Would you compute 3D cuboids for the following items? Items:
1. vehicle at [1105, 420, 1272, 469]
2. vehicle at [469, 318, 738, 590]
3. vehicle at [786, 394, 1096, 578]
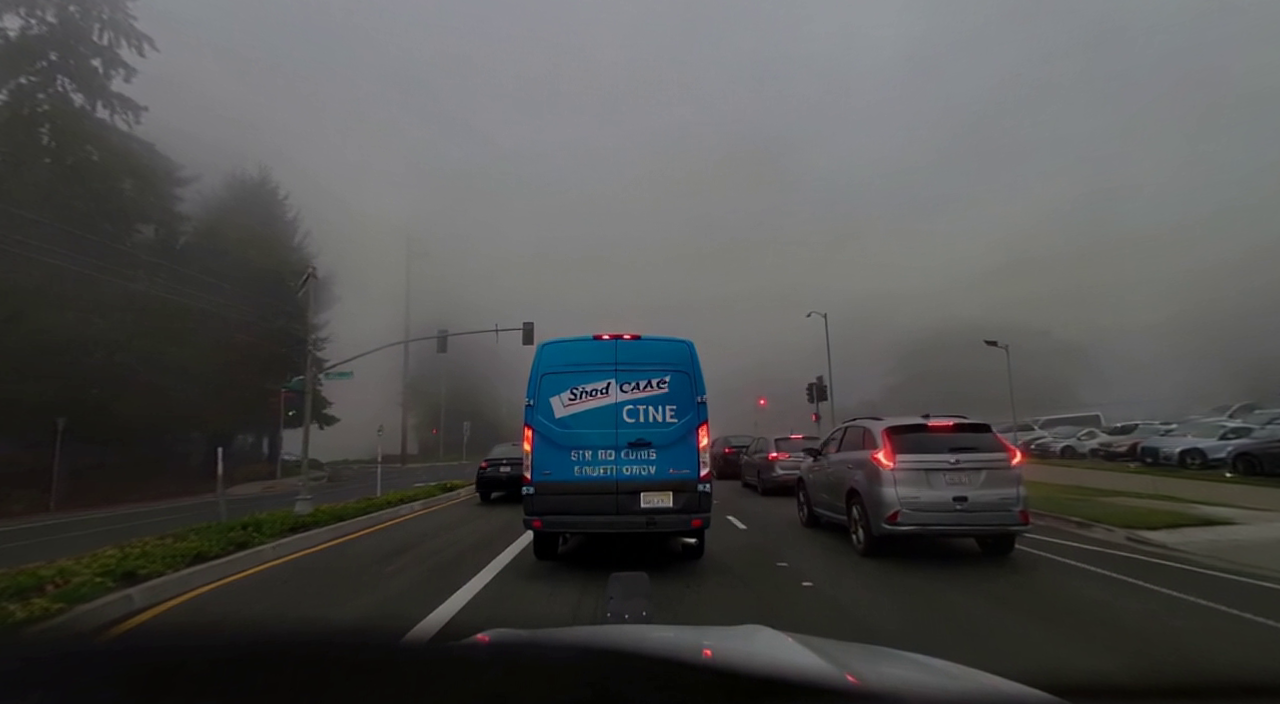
[{"bbox_3d":[17.219,2.916,19.927,3.491,1.443,1.837,0,-8,0],"label":"vehicle"},{"bbox_3d":[-0.299,1.272,8.310,2.422,2.488,4.992,0,-8,1],"label":"vehicle"},{"bbox_3d":[3.428,1.617,8.332,1.965,1.771,4.295,0,-8,0],"label":"vehicle"}]
